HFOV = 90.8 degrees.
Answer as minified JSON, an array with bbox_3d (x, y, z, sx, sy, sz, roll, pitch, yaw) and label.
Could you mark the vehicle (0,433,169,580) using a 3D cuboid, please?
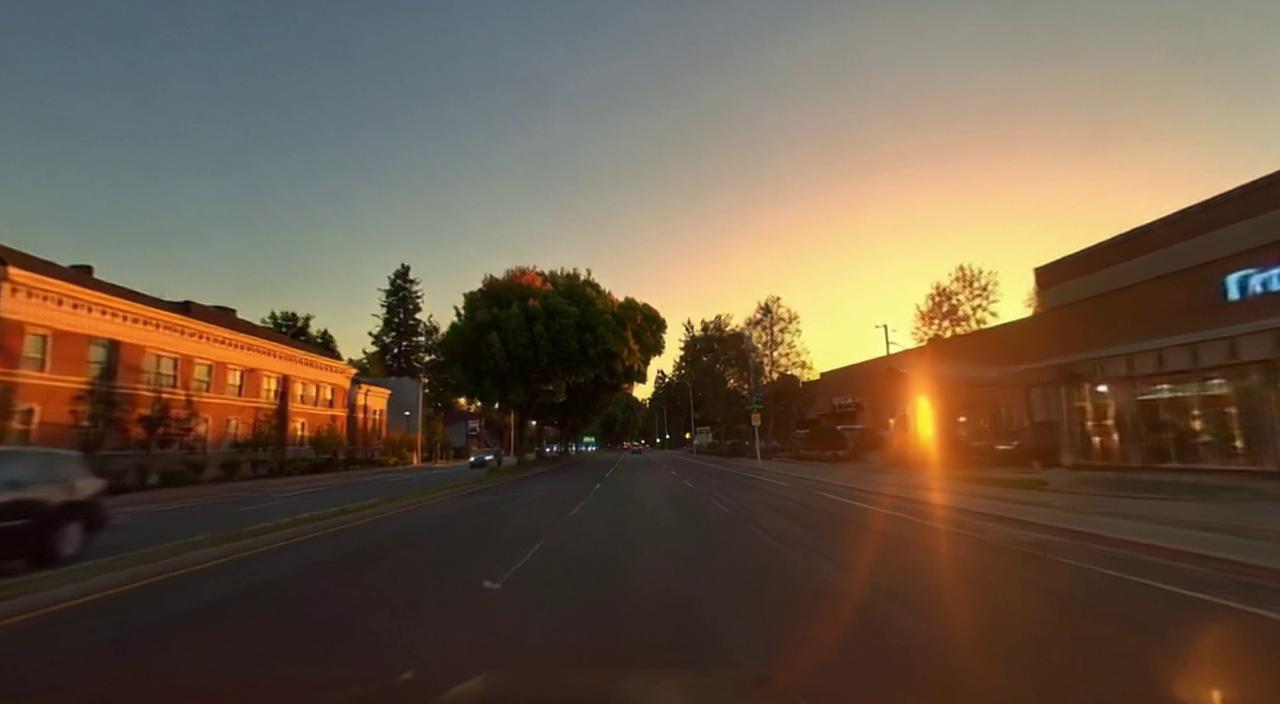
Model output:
[{"bbox_3d":[-7.623,1.680,6.640,2.011,1.490,4.472,-4,-10,-2],"label":"vehicle"}]
